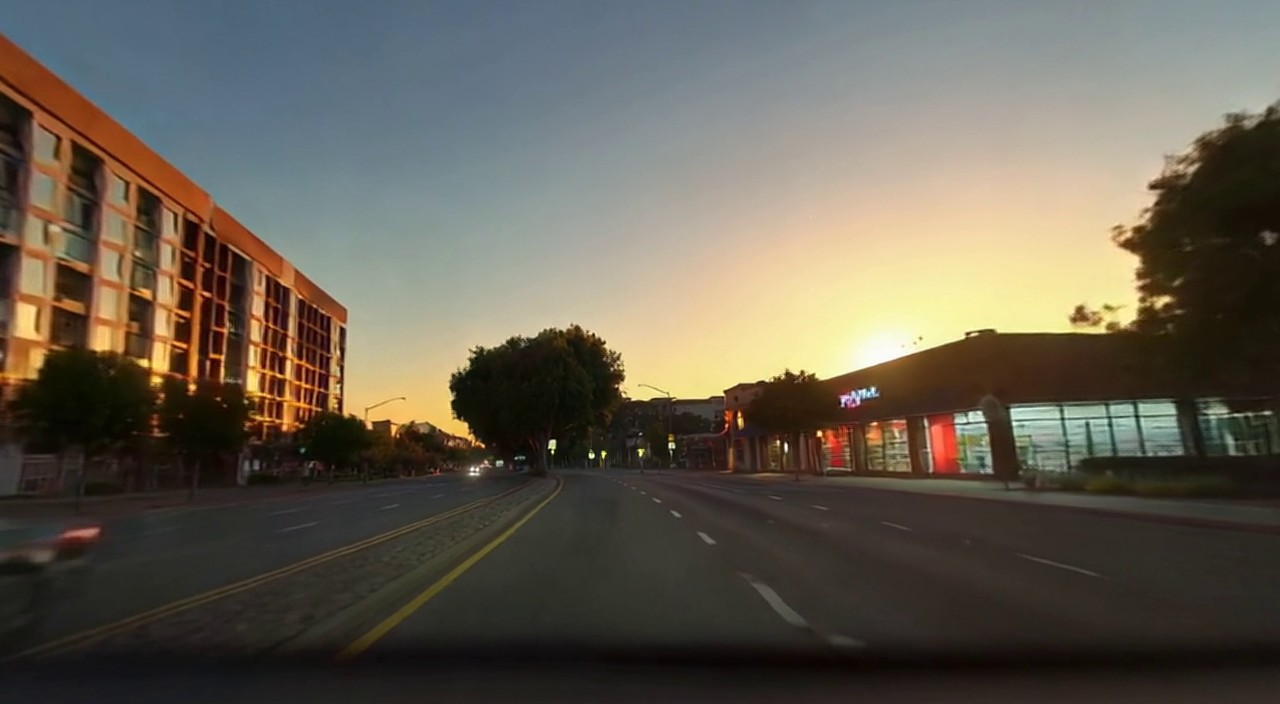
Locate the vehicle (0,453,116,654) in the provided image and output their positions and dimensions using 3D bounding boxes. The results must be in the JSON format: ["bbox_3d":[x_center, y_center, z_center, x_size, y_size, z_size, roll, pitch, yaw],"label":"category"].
[{"bbox_3d":[-5.633,1.336,3.536,1.894,1.474,4.332,0,-9,-4],"label":"vehicle"}]
